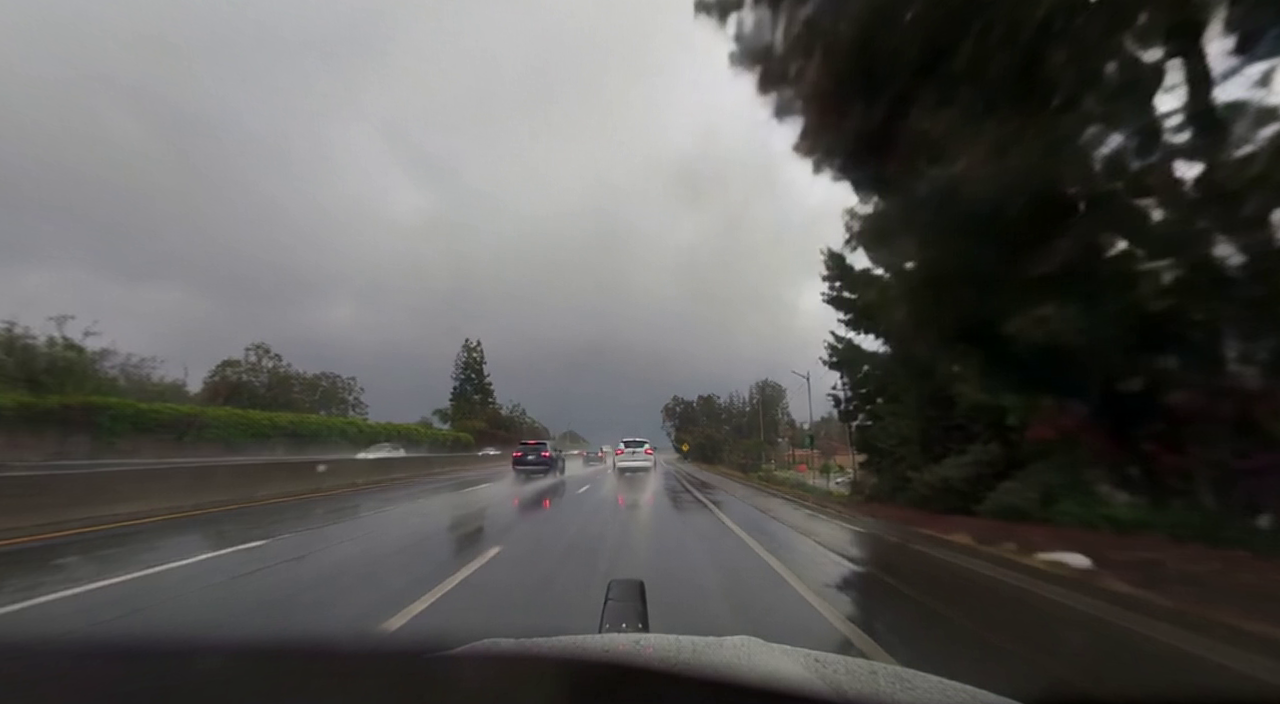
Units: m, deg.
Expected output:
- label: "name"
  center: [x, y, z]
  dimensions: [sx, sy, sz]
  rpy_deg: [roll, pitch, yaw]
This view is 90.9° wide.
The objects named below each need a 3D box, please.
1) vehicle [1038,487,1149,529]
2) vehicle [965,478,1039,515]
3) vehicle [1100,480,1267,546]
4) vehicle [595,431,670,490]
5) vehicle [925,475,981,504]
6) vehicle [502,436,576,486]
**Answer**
- label: "vehicle"
  center: [20.151, 6.933, 28.300]
  dimensions: [1.801, 1.469, 4.315]
  rpy_deg: [-3, -11, 2]
- label: "vehicle"
  center: [19.882, 7.912, 34.807]
  dimensions: [1.832, 1.624, 4.158]
  rpy_deg: [-1, -9, 4]
- label: "vehicle"
  center: [18.500, 5.463, 21.820]
  dimensions: [1.965, 1.761, 4.363]
  rpy_deg: [-1, -9, 3]
- label: "vehicle"
  center: [-0.244, 3.701, 21.854]
  dimensions: [2.319, 1.813, 4.274]
  rpy_deg: [0, -8, 0]
- label: "vehicle"
  center: [21.515, 9.435, 43.526]
  dimensions: [1.820, 1.768, 4.621]
  rpy_deg: [-3, -11, 5]
- label: "vehicle"
  center: [-3.853, 4.236, 24.882]
  dimensions: [2.104, 1.754, 4.515]
  rpy_deg: [0, -8, 1]
